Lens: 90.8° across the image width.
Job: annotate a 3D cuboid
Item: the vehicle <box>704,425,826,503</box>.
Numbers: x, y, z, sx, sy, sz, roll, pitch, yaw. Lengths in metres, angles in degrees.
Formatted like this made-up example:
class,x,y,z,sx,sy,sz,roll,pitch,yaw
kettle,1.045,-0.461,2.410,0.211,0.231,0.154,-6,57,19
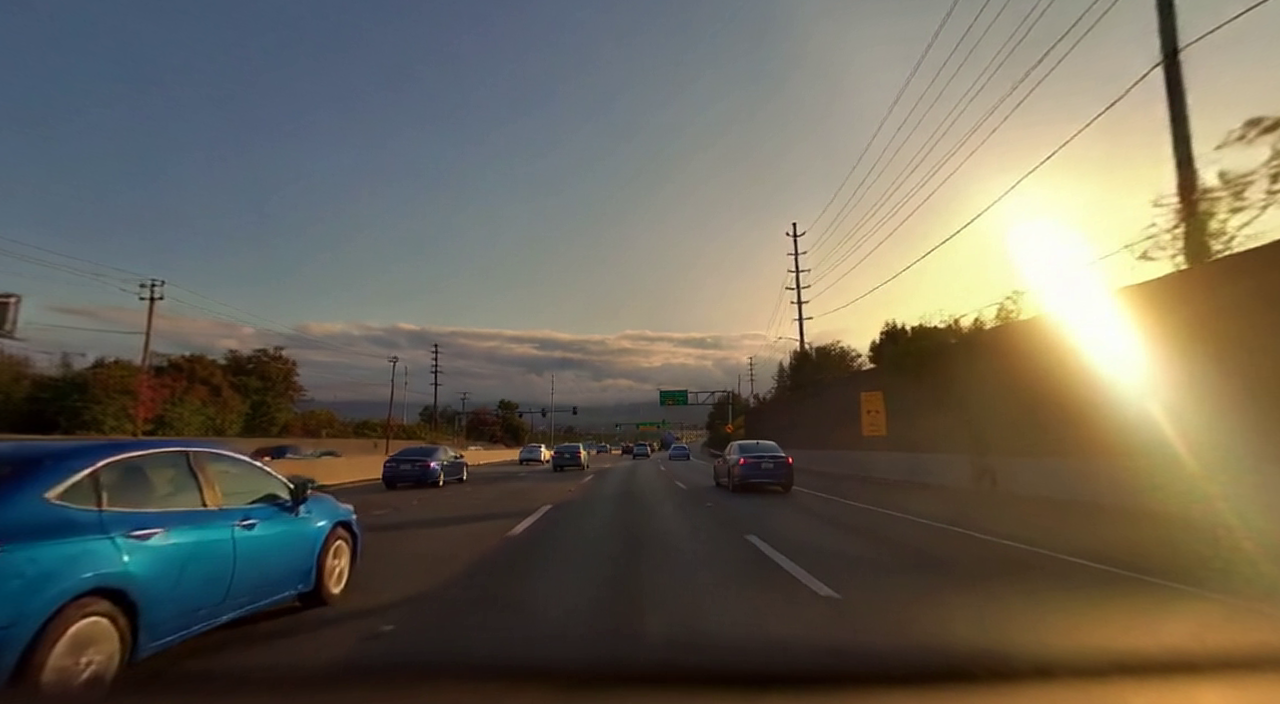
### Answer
class,x,y,z,sx,sy,sz,roll,pitch,yaw
vehicle,2.940,2.757,15.996,2.100,1.659,4.387,0,-8,-1

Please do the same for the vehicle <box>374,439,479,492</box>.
class,x,y,z,sx,sy,sz,roll,pitch,yaw
vehicle,-6.645,3.548,20.168,1.903,1.482,4.180,0,-8,0

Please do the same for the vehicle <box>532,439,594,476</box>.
class,x,y,z,sx,sy,sz,roll,pitch,yaw
vehicle,-3.252,4.565,27.584,2.066,1.488,4.377,0,-8,1

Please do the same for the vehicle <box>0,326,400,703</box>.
class,x,y,z,sx,sy,sz,roll,pitch,yaw
vehicle,-3.258,0.990,3.602,2.104,1.707,4.338,0,-8,-1
